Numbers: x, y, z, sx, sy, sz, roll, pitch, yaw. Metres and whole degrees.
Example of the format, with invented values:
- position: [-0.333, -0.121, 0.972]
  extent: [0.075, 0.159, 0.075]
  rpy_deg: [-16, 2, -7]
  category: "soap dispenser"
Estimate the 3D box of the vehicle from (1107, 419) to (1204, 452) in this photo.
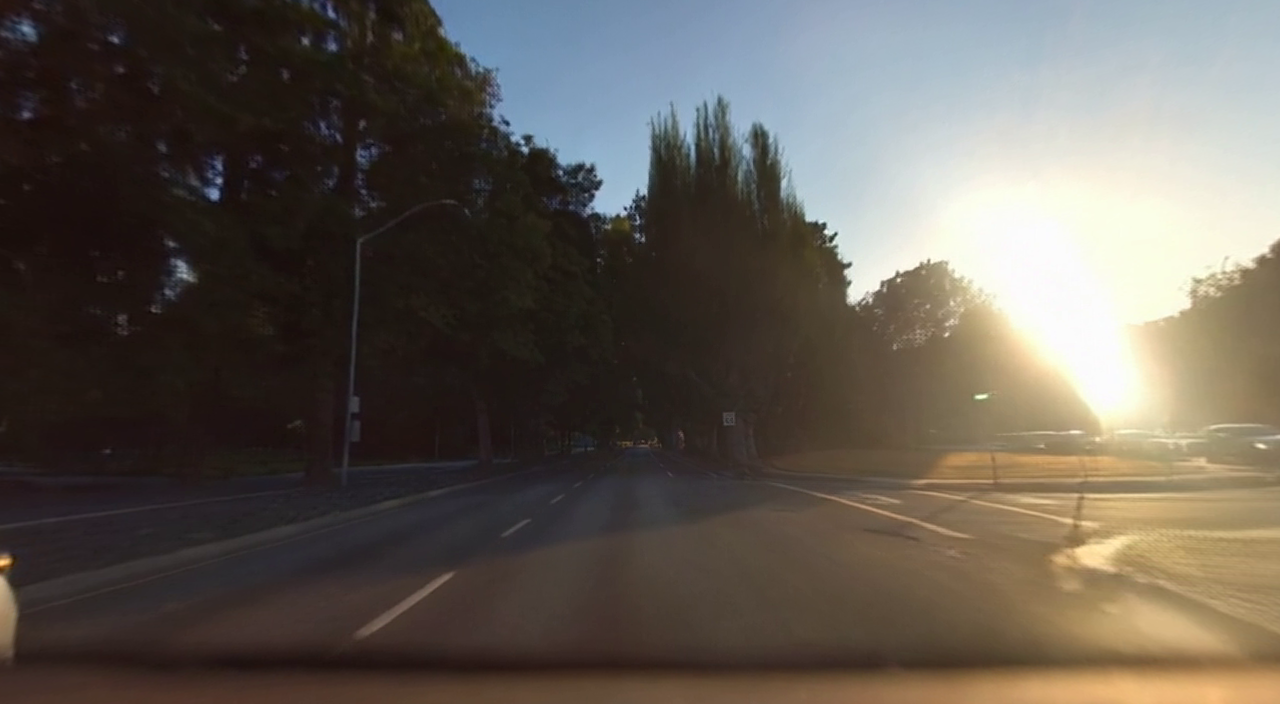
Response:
- position: [29.841, 4.852, 36.501]
  extent: [3.879, 1.820, 1.862]
  rpy_deg: [0, -8, 2]
  category: "vehicle"
